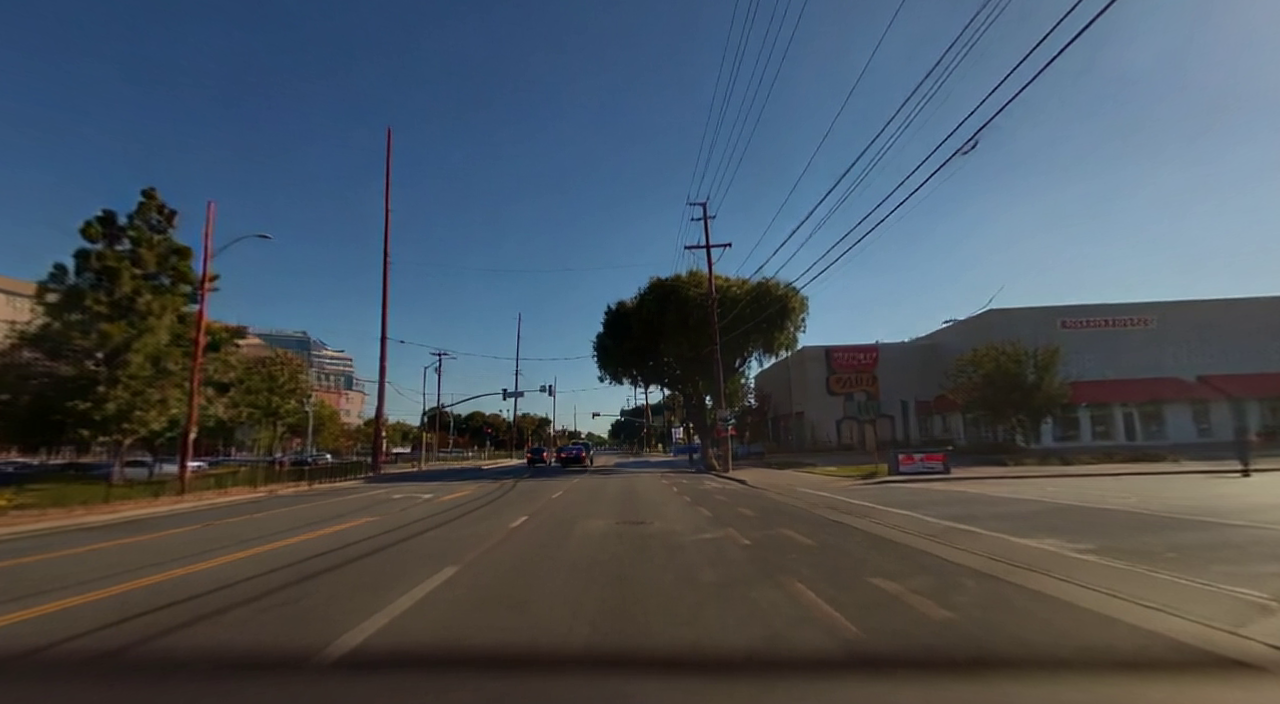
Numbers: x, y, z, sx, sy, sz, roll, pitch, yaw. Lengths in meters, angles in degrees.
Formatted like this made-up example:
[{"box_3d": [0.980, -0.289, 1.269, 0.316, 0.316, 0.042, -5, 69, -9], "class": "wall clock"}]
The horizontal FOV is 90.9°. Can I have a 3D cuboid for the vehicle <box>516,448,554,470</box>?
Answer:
[{"box_3d": [-7.430, 7.629, 45.068, 2.010, 1.455, 4.271, 0, -9, -1], "class": "vehicle"}]
